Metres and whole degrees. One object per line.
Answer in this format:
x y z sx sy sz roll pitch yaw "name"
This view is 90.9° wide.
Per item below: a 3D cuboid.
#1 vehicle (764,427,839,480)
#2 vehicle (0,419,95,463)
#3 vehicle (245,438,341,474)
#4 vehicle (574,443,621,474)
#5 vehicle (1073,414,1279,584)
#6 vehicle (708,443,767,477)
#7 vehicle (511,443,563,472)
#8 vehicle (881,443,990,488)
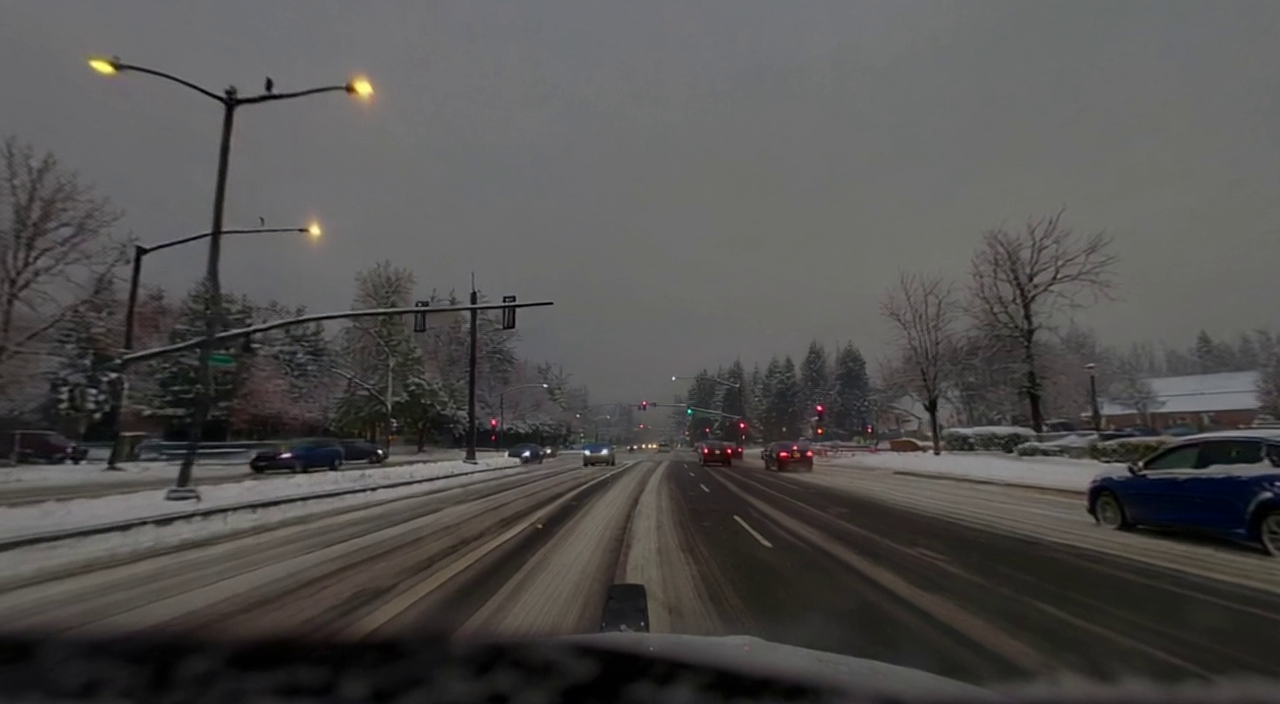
7.409 4.729 29.587 2.186 2.202 5.426 0 -8 1 "vehicle"
-46.875 6.555 46.236 9.731 3.110 2.942 3 -9 -24 "vehicle"
-17.835 5.356 32.733 1.981 1.721 4.772 -1 -8 4 "vehicle"
-2.199 5.628 33.601 1.958 1.542 4.175 -1 -8 4 "vehicle"
7.267 1.516 6.856 2.051 1.620 4.702 -1 -8 5 "vehicle"
4.736 5.318 31.287 2.292 1.563 4.734 0 -8 2 "vehicle"
-5.783 5.934 35.819 2.004 1.529 4.319 -1 -8 3 "vehicle"
11.113 4.267 24.126 1.963 1.513 4.600 0 -8 0 "vehicle"
